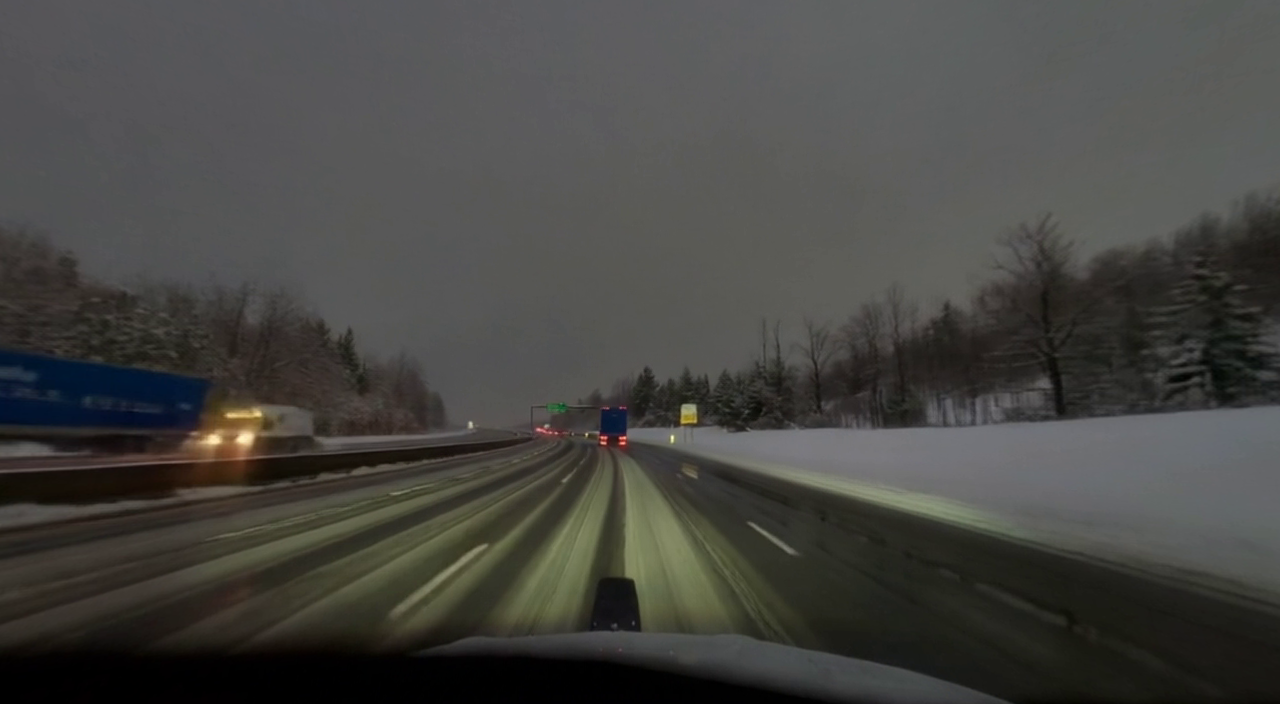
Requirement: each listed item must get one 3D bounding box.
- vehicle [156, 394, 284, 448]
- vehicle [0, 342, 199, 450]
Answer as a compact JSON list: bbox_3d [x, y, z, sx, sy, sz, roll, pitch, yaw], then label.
[{"bbox_3d":[-20.978,3.591,31.975,2.328,2.433,6.234,0,-8,-2],"label":"vehicle"},{"bbox_3d":[-24.846,1.906,25.199,3.018,3.876,16.871,1,-8,-3],"label":"vehicle"}]
